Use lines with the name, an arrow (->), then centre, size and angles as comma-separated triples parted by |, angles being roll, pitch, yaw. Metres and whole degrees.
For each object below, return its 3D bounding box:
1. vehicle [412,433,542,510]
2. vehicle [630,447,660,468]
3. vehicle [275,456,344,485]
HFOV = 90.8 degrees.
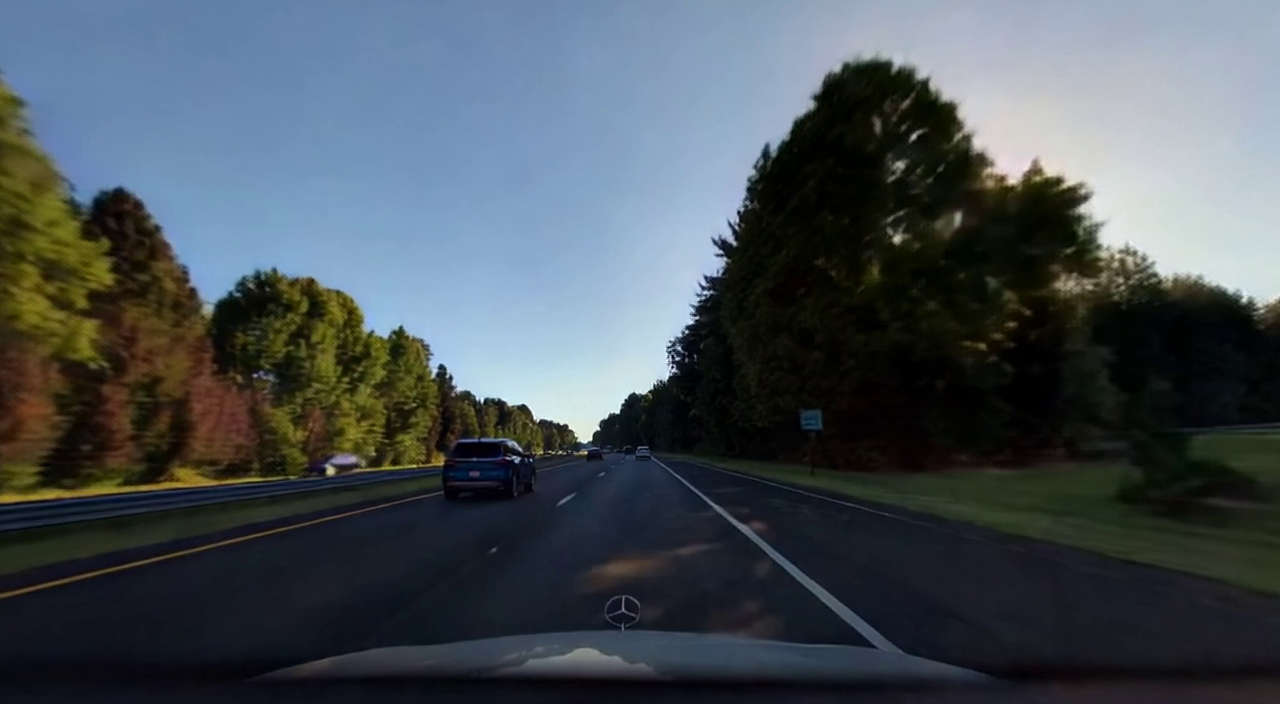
vehicle -> -3.896, 2.938, 15.958 | 2.100, 1.667, 4.223 | 0, -9, 0
vehicle -> 0.309, 7.565, 45.382 | 2.046, 1.452, 4.407 | 0, -9, -1
vehicle -> -17.072, 6.108, 32.770 | 1.629, 1.393, 3.517 | 0, -9, 1
